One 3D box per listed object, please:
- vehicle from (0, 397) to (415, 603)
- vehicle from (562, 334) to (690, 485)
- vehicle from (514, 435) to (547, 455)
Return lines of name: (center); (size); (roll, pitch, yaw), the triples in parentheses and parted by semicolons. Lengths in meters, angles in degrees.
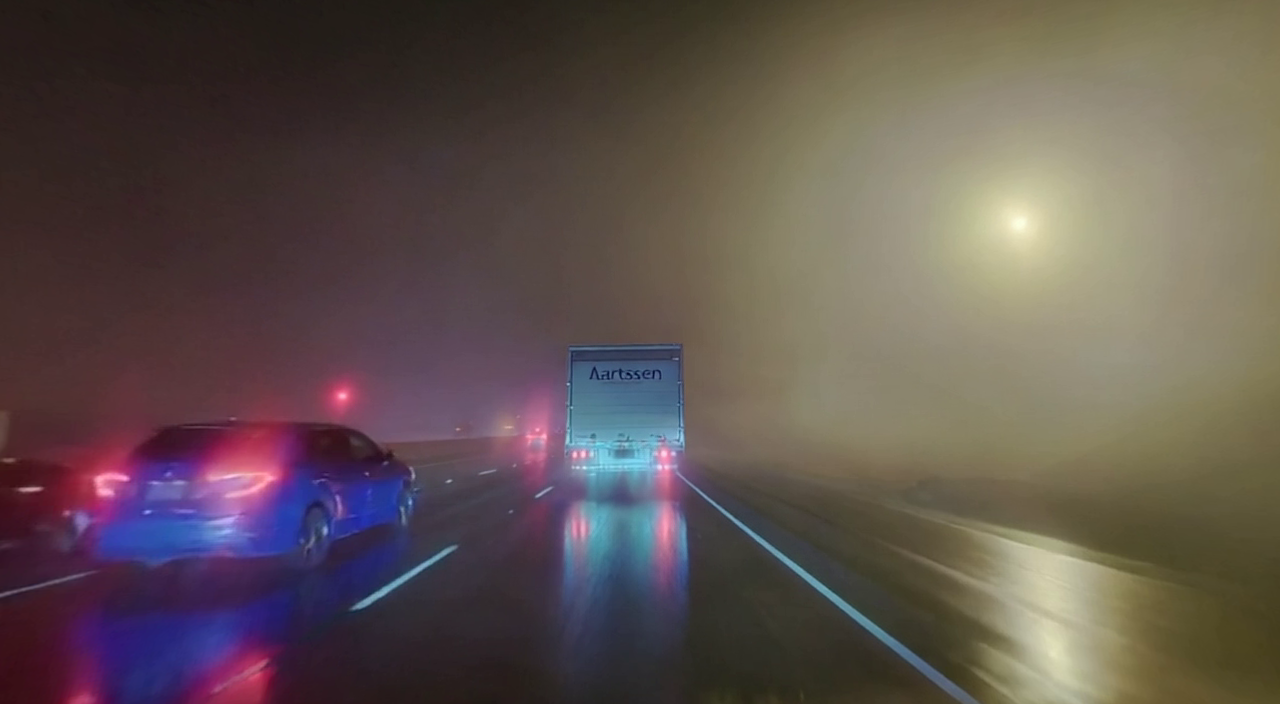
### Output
vehicle: (-4.632, 1.514, 7.536); (2.052, 1.639, 4.894); (0, -8, 0)
vehicle: (-0.436, 2.260, 22.522); (3.442, 4.106, 10.719); (0, -8, -1)
vehicle: (-8.651, 7.356, 49.903); (1.940, 1.488, 3.976); (0, -8, 0)
